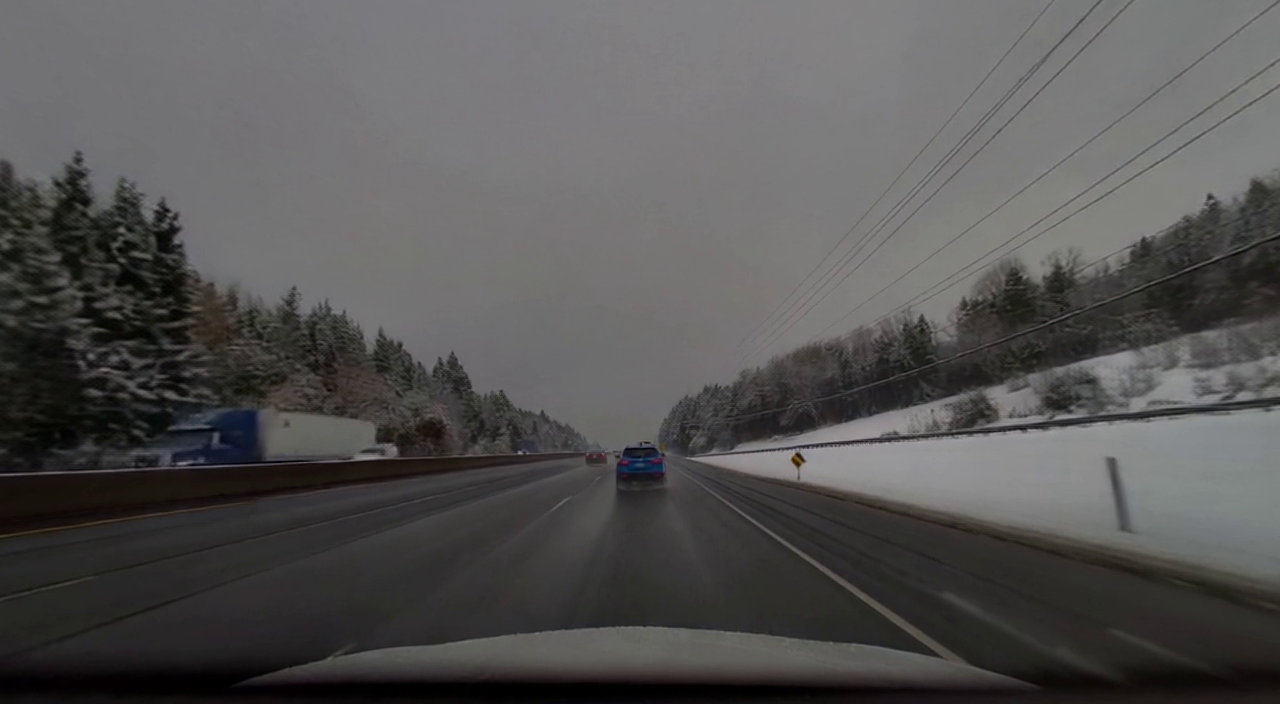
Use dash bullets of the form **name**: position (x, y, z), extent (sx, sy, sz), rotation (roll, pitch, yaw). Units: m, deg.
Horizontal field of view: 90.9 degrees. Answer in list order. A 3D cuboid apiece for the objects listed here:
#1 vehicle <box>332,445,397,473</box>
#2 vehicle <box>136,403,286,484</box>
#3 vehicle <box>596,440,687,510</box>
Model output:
- **vehicle**: position (-16.181, 6.294, 37.270), extent (1.880, 1.550, 4.116), rotation (0, -9, 2)
- **vehicle**: position (-21.347, 4.652, 31.896), extent (3.035, 3.676, 6.029), rotation (0, -9, 2)
- **vehicle**: position (0.002, 2.978, 15.750), extent (1.966, 1.499, 4.298), rotation (0, -9, -1)
